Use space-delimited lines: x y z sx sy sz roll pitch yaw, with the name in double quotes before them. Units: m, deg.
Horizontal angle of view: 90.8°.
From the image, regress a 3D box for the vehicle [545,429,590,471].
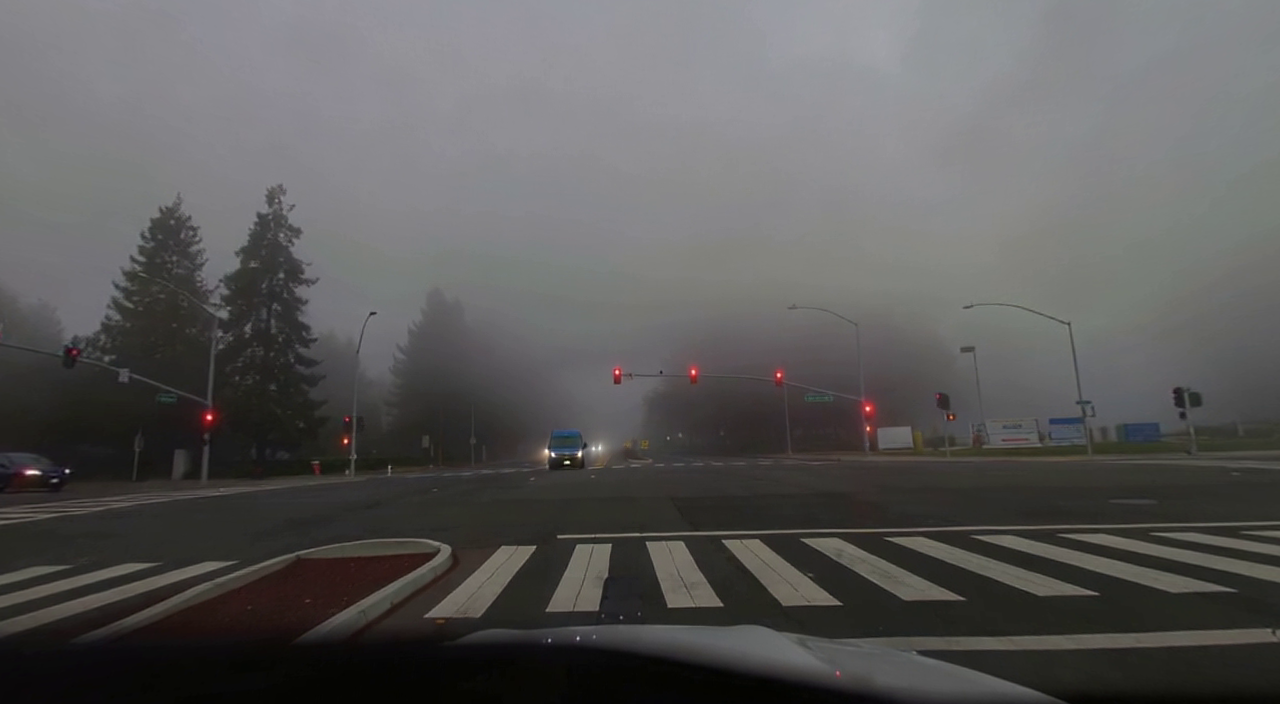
"vehicle" -4.425 6.100 39.493 2.465 2.404 5.791 0 -8 -3
